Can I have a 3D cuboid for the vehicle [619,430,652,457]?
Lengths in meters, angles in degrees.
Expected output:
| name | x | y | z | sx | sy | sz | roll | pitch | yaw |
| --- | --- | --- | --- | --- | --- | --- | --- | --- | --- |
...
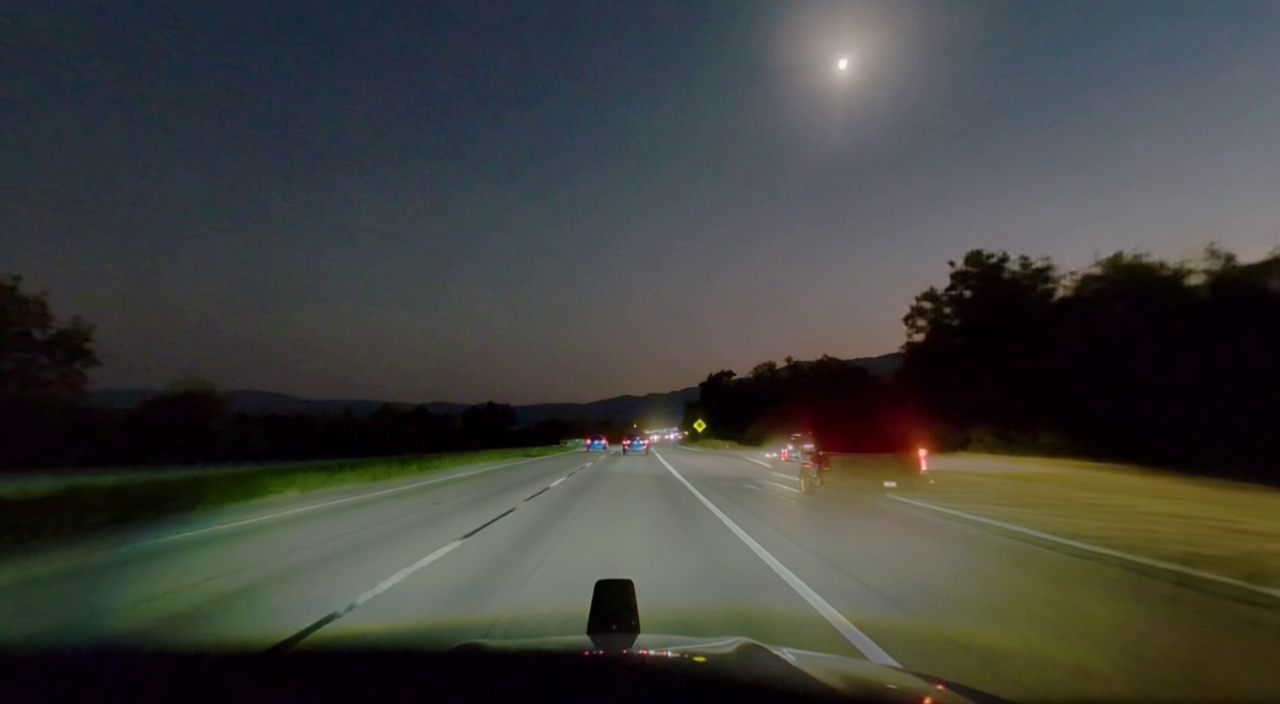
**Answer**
| name | x | y | z | sx | sy | sz | roll | pitch | yaw |
| --- | --- | --- | --- | --- | --- | --- | --- | --- | --- |
| vehicle | -0.352 | 5.922 | 40.988 | 2.041 | 1.618 | 3.898 | 0 | -8 | -1 |
